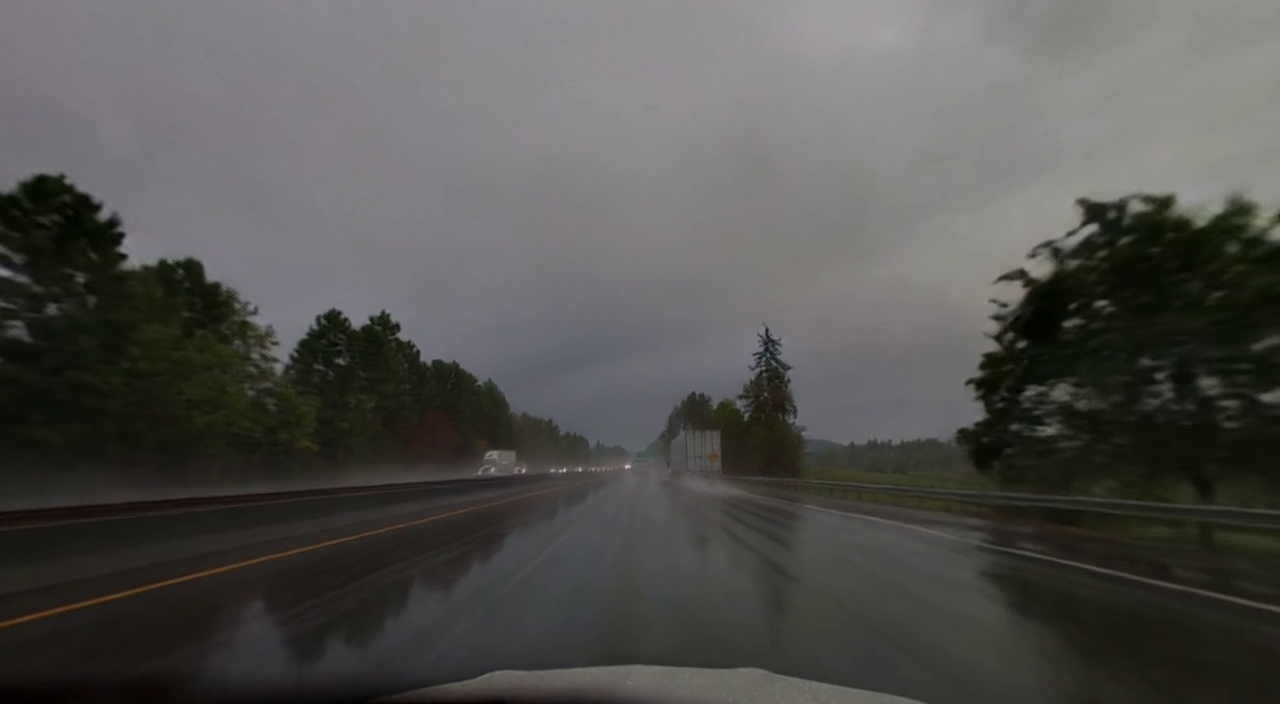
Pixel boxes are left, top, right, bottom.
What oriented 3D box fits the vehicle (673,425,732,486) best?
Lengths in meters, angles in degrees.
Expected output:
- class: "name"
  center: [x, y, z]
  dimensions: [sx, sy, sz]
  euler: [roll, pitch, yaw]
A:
- class: "vehicle"
  center: [4.527, 8.147, 48.906]
  dimensions: [3.139, 3.999, 13.840]
  euler: [1, -10, 0]
